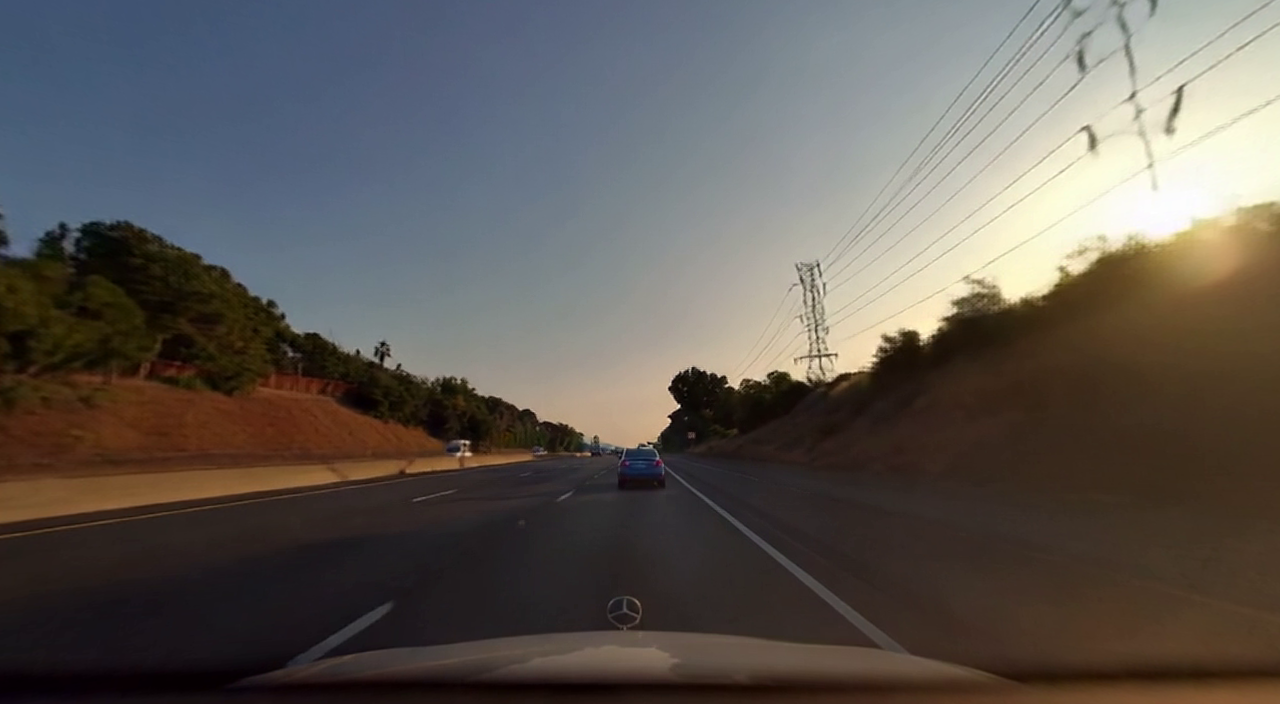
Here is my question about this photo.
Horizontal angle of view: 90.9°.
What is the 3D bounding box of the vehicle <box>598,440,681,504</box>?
[{"bbox_3d":[-0.043,3.181,17.130,1.966,1.499,4.298,0,-9,-1],"label":"vehicle"}]
